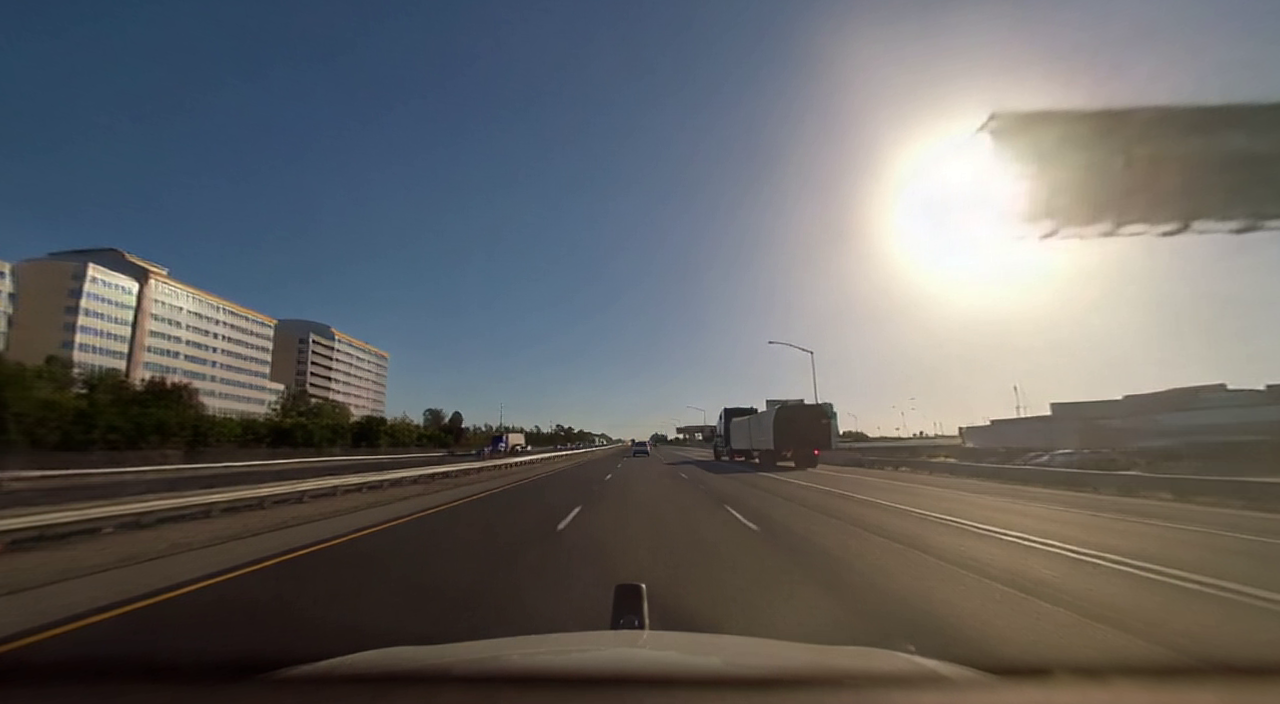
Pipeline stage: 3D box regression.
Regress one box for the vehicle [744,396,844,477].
[{"bbox_3d":[6.831,3.962,29.390,2.793,3.204,7.997,0,-8,1],"label":"vehicle"}]
